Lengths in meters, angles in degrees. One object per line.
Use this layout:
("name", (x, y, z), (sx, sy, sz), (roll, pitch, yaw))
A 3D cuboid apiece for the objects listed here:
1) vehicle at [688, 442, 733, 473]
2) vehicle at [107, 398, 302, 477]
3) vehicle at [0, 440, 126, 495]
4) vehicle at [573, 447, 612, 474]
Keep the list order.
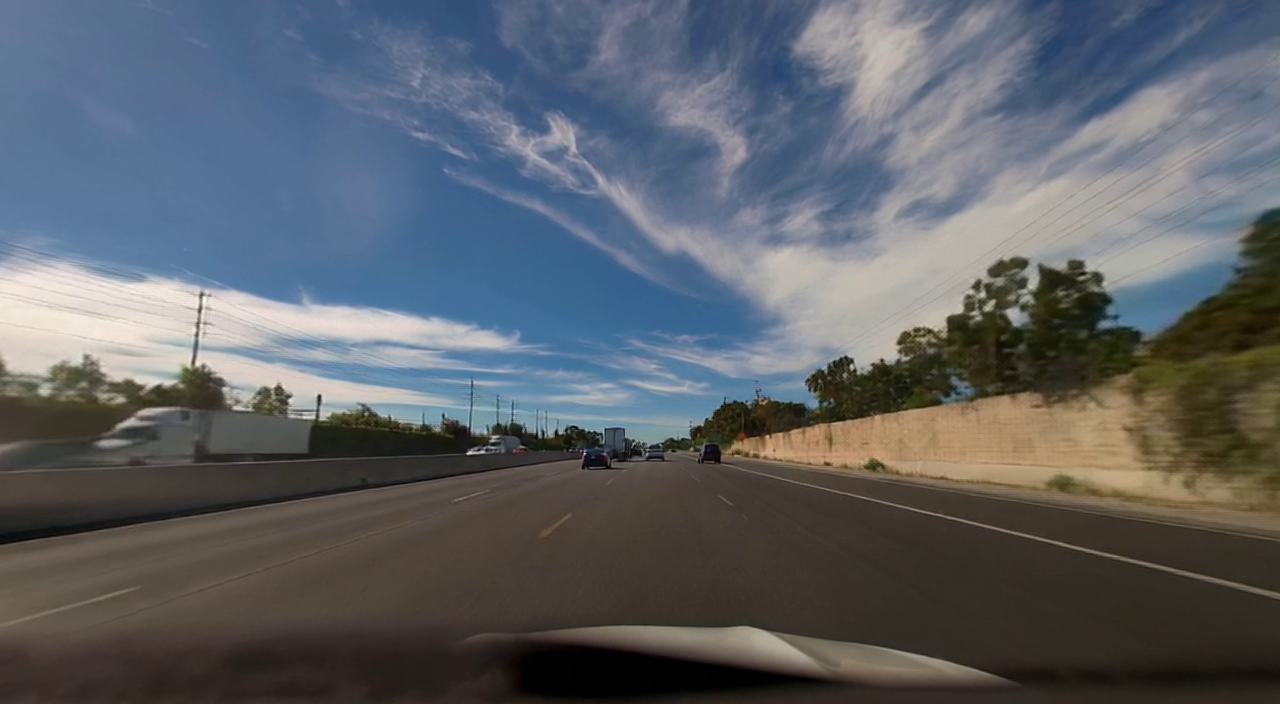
("vehicle", (4.385, 6.666, 39.974), (2.214, 1.799, 4.627), (0, -9, -1))
("vehicle", (-23.099, 4.799, 34.633), (3.023, 3.670, 10.527), (0, -9, 1))
("vehicle", (-18.600, 3.476, 19.188), (1.944, 1.513, 4.559), (0, -9, 1))
("vehicle", (-2.759, 6.429, 37.445), (2.004, 1.498, 4.043), (0, -9, 1))
